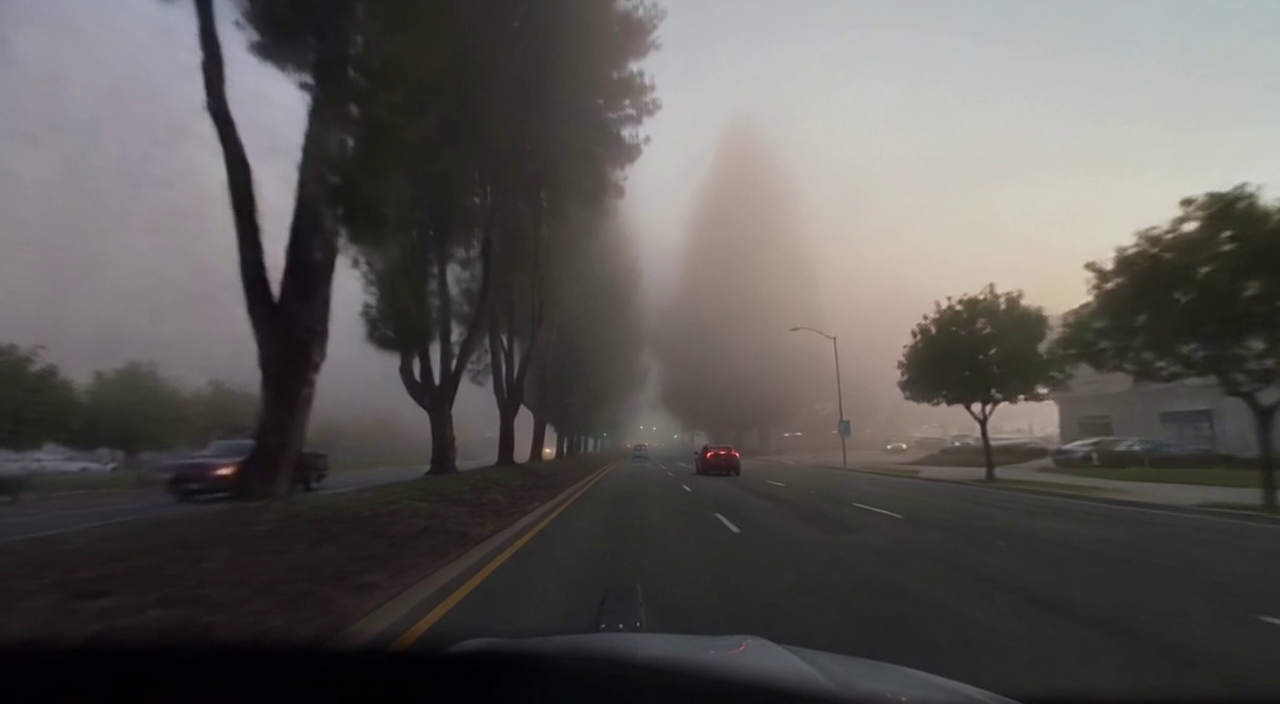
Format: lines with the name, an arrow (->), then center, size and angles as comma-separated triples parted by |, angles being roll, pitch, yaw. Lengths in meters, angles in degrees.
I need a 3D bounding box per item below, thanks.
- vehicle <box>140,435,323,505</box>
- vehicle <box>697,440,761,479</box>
vehicle -> -11.784, 3.416, 18.783 | 2.116, 1.789, 4.889 | 0, -9, 0
vehicle -> 3.639, 4.486, 26.613 | 1.983, 1.482, 4.463 | 0, -9, -1
